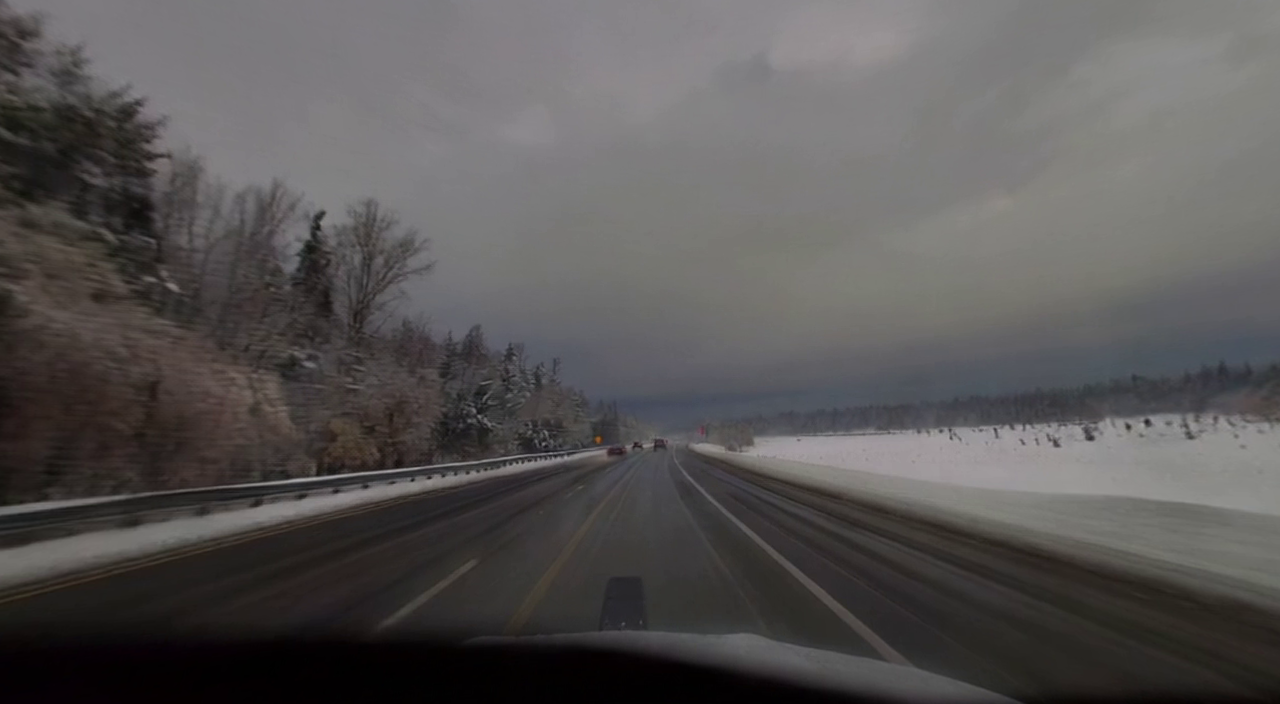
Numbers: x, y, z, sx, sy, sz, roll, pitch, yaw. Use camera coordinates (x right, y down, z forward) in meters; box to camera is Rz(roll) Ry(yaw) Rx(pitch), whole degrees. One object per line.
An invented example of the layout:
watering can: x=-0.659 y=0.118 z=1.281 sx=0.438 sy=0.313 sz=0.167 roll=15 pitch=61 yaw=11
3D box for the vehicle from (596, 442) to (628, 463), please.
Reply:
vehicle: x=-2.112 y=7.632 z=48.078 sx=2.118 sy=1.475 sz=4.263 roll=0 pitch=-8 yaw=1
